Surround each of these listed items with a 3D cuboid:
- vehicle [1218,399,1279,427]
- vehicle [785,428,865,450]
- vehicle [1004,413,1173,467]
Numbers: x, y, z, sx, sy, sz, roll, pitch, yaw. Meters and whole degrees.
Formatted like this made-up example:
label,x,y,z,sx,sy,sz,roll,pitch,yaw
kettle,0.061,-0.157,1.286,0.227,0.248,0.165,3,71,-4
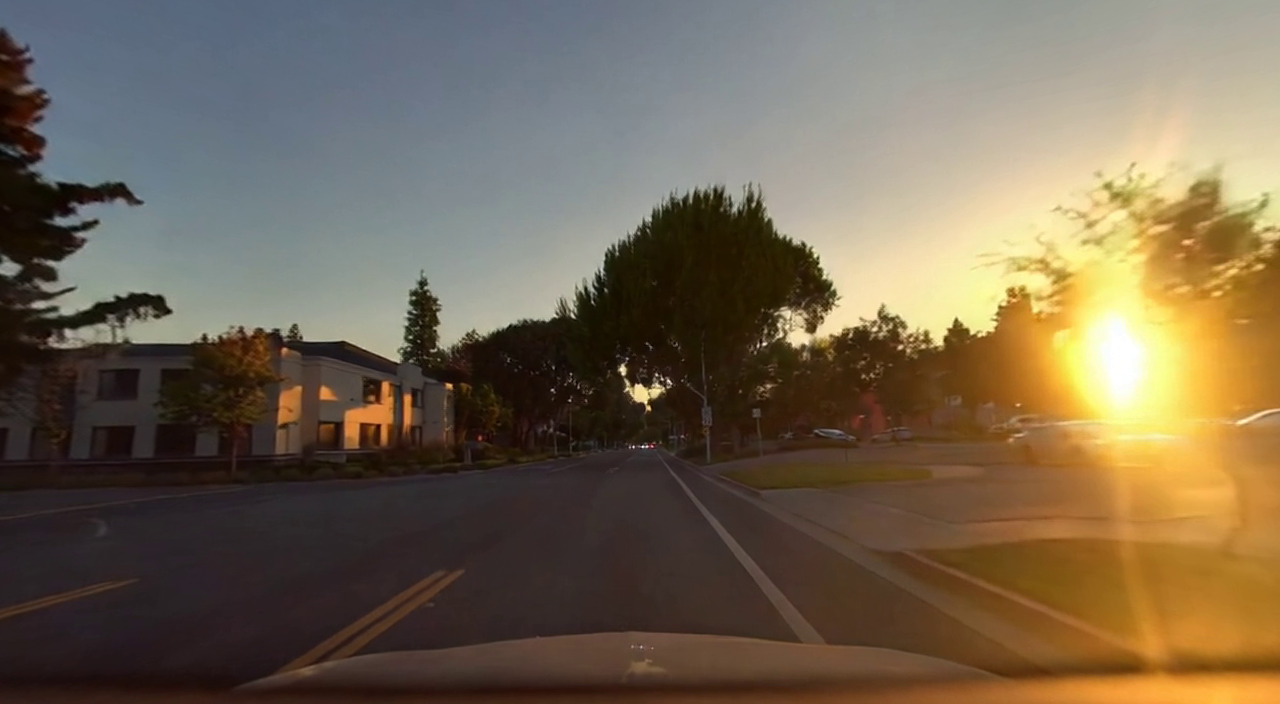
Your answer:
label,x,y,z,sx,sy,sz,roll,pitch,yaw
vehicle,40.601,3.972,40.744,1.932,1.631,4.750,0,-8,0
vehicle,12.723,6.012,43.602,4.955,1.489,2.002,0,-8,2
vehicle,13.723,2.762,19.713,1.927,1.464,4.644,0,-8,1
